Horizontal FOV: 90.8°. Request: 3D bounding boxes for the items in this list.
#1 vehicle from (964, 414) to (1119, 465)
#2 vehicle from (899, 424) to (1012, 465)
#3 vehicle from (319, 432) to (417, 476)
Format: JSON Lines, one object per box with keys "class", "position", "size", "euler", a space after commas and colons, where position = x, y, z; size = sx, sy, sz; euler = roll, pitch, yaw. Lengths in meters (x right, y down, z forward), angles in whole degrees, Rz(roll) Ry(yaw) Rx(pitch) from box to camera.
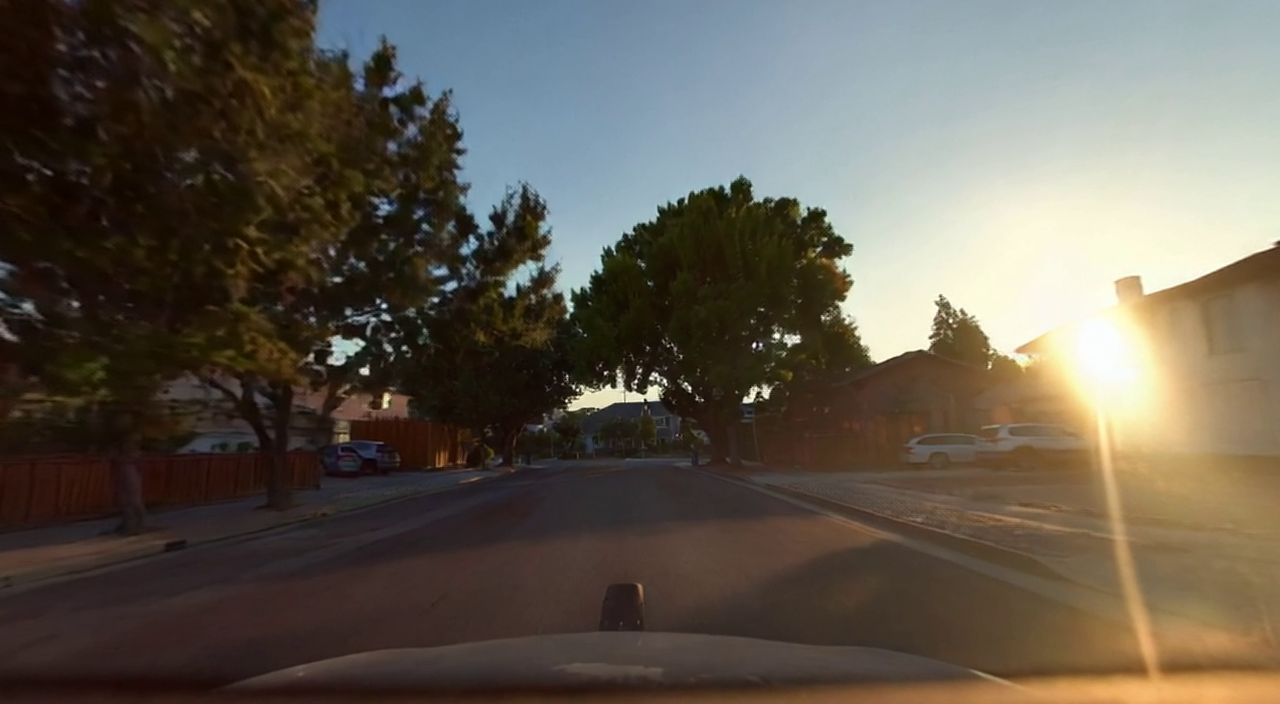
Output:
{"class": "vehicle", "position": [14.345, 3.183, 22.880], "size": [4.261, 1.725, 1.955], "euler": [-2, -9, 17]}
{"class": "vehicle", "position": [13.043, 3.859, 26.379], "size": [3.780, 1.601, 2.025], "euler": [-2, -9, 13]}
{"class": "vehicle", "position": [-12.597, 4.668, 29.157], "size": [4.656, 1.835, 2.039], "euler": [-6, -11, 37]}
